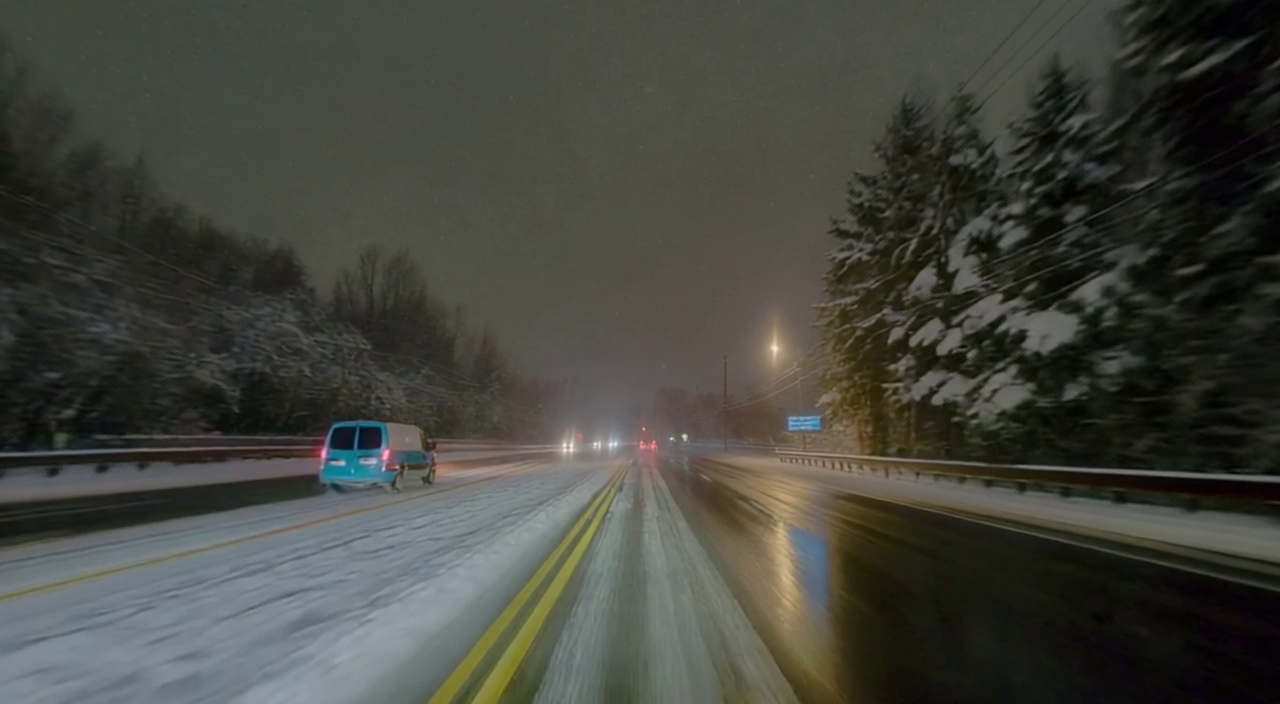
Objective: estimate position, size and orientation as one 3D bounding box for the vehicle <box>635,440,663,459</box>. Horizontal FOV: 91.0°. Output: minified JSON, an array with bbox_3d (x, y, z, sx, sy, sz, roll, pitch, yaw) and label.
[{"bbox_3d":[0.688,7.564,48.912,2.061,1.469,3.782,0,-8,1],"label":"vehicle"}]

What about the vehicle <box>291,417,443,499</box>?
[{"bbox_3d":[-7.095,2.806,16.977,2.068,1.897,4.372,0,-8,1],"label":"vehicle"}]
